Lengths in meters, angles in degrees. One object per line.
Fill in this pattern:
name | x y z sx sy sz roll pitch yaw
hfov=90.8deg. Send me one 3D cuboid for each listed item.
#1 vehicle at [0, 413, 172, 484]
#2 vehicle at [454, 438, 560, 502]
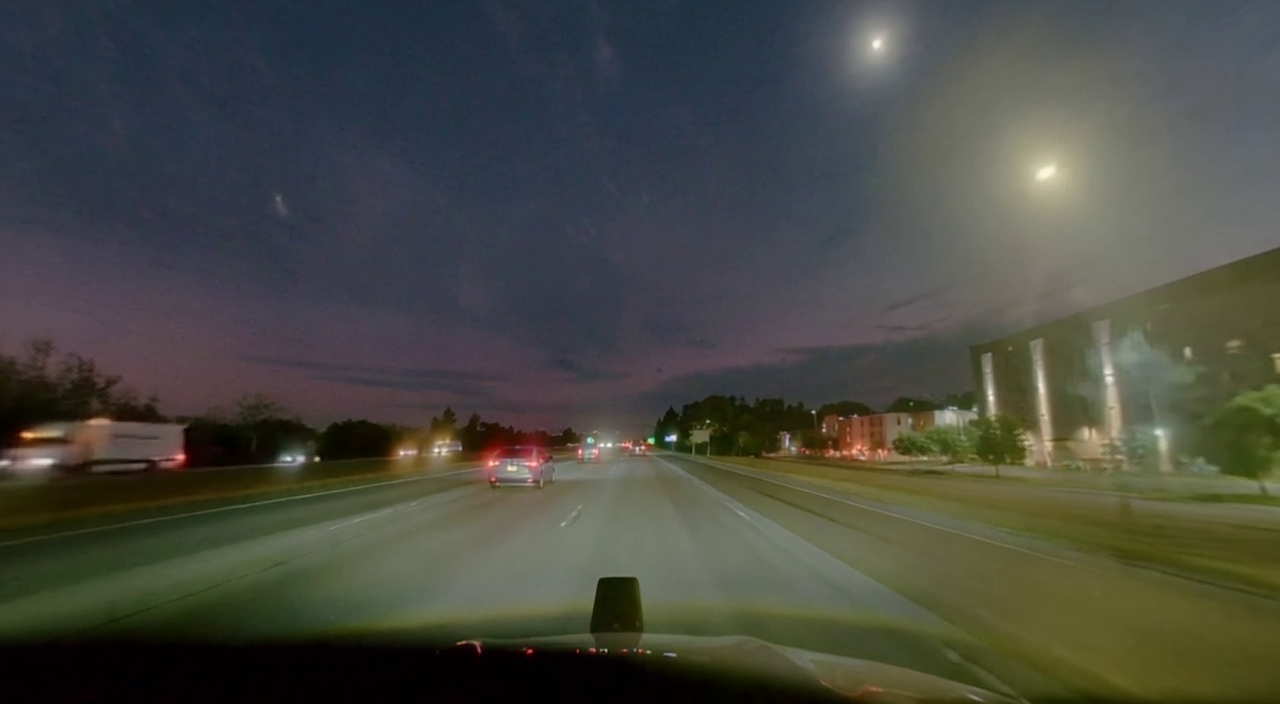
vehicle | -35.802 6.198 40.718 2.986 3.973 10.686 0 -9 0
vehicle | -3.365 3.059 16.792 1.920 1.463 4.134 0 -9 0
